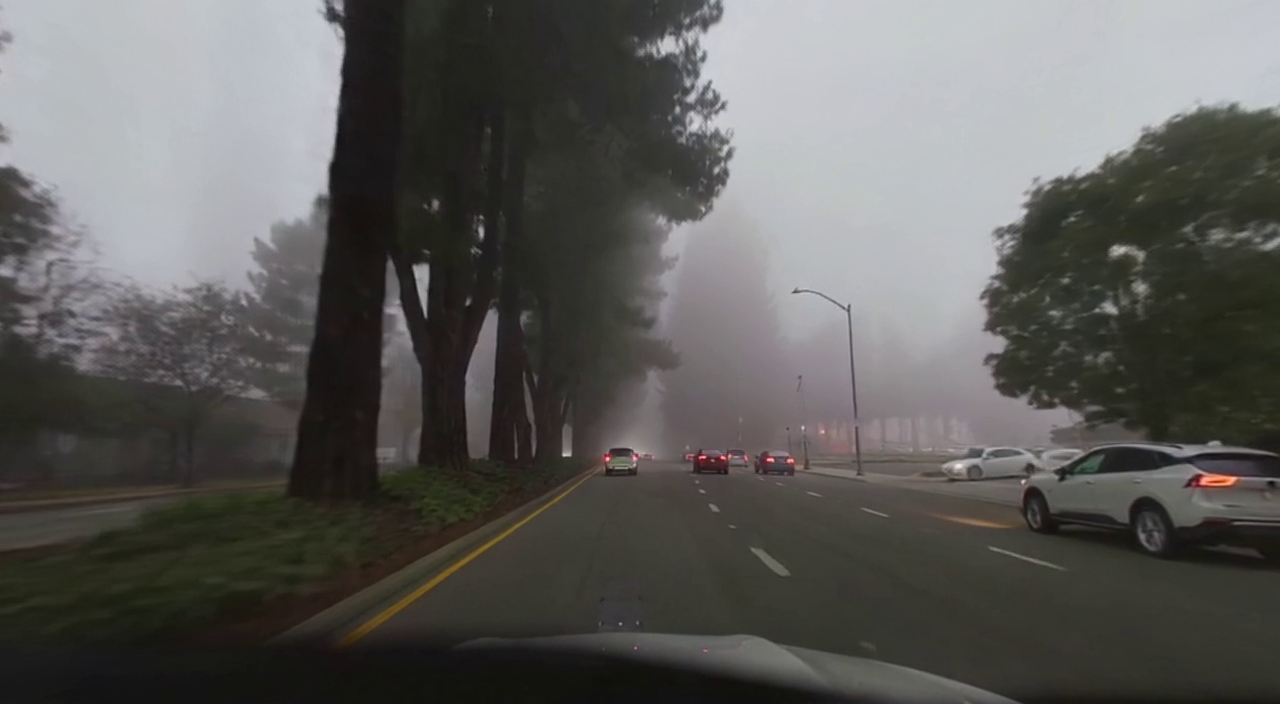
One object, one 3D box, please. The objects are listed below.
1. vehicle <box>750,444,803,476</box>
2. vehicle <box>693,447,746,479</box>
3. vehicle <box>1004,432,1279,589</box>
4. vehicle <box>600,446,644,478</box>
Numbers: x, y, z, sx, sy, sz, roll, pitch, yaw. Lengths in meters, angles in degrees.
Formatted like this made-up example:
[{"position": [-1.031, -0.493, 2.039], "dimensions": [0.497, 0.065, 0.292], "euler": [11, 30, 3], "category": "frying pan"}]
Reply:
[{"position": [7.671, 6.115, 36.000], "dimensions": [1.945, 1.687, 4.292], "euler": [0, -8, -1], "category": "vehicle"}, {"position": [3.799, 5.380, 30.894], "dimensions": [2.020, 1.472, 3.958], "euler": [0, -8, 0], "category": "vehicle"}, {"position": [7.125, 1.855, 8.263], "dimensions": [1.888, 1.508, 4.646], "euler": [0, -8, -1], "category": "vehicle"}, {"position": [-0.865, 5.498, 31.773], "dimensions": [2.077, 1.477, 3.897], "euler": [0, -8, -1], "category": "vehicle"}]
